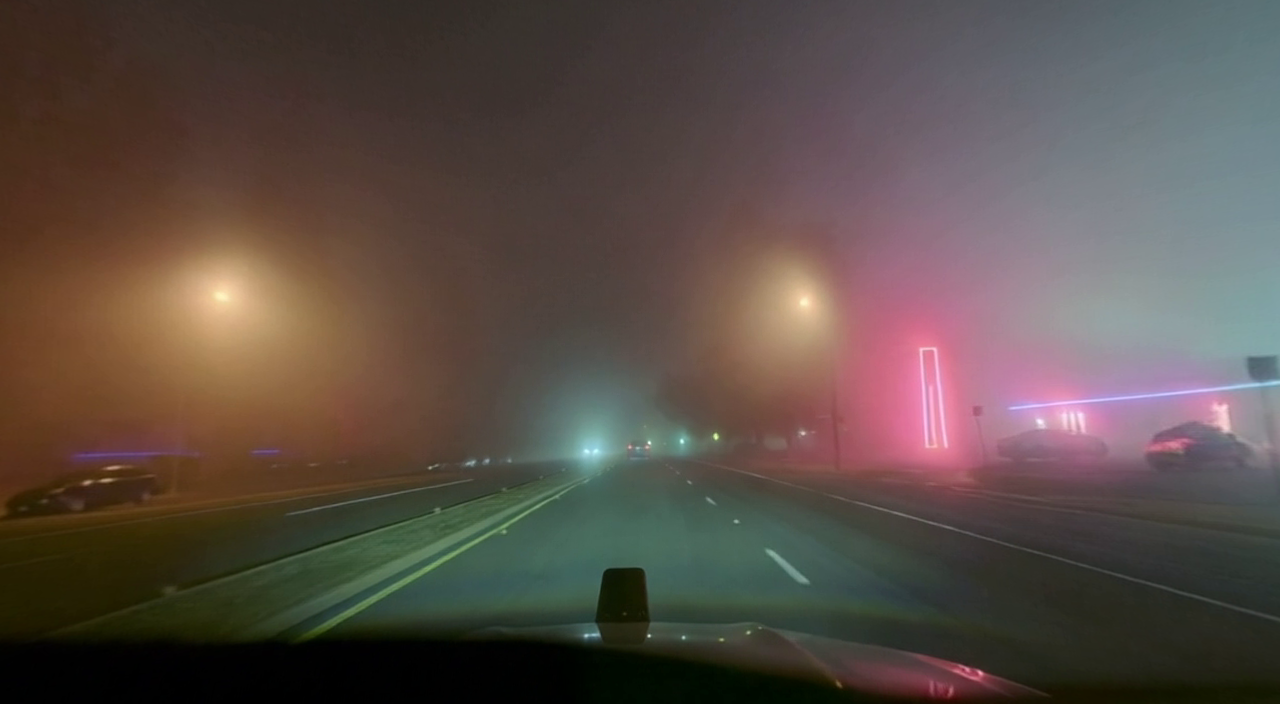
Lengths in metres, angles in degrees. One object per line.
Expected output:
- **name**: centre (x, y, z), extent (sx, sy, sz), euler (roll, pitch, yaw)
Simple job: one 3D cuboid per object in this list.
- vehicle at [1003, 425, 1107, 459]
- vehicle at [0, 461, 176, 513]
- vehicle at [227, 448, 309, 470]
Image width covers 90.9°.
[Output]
- **vehicle**: centre (22.970, 5.048, 35.174), extent (2.217, 1.737, 4.962), euler (0, -8, -3)
- **vehicle**: centre (-19.039, 4.632, 22.056), extent (1.815, 1.453, 4.870), euler (0, -8, 1)
- **vehicle**: centre (-26.924, 7.744, 45.724), extent (4.591, 1.566, 2.133), euler (0, -8, -1)
